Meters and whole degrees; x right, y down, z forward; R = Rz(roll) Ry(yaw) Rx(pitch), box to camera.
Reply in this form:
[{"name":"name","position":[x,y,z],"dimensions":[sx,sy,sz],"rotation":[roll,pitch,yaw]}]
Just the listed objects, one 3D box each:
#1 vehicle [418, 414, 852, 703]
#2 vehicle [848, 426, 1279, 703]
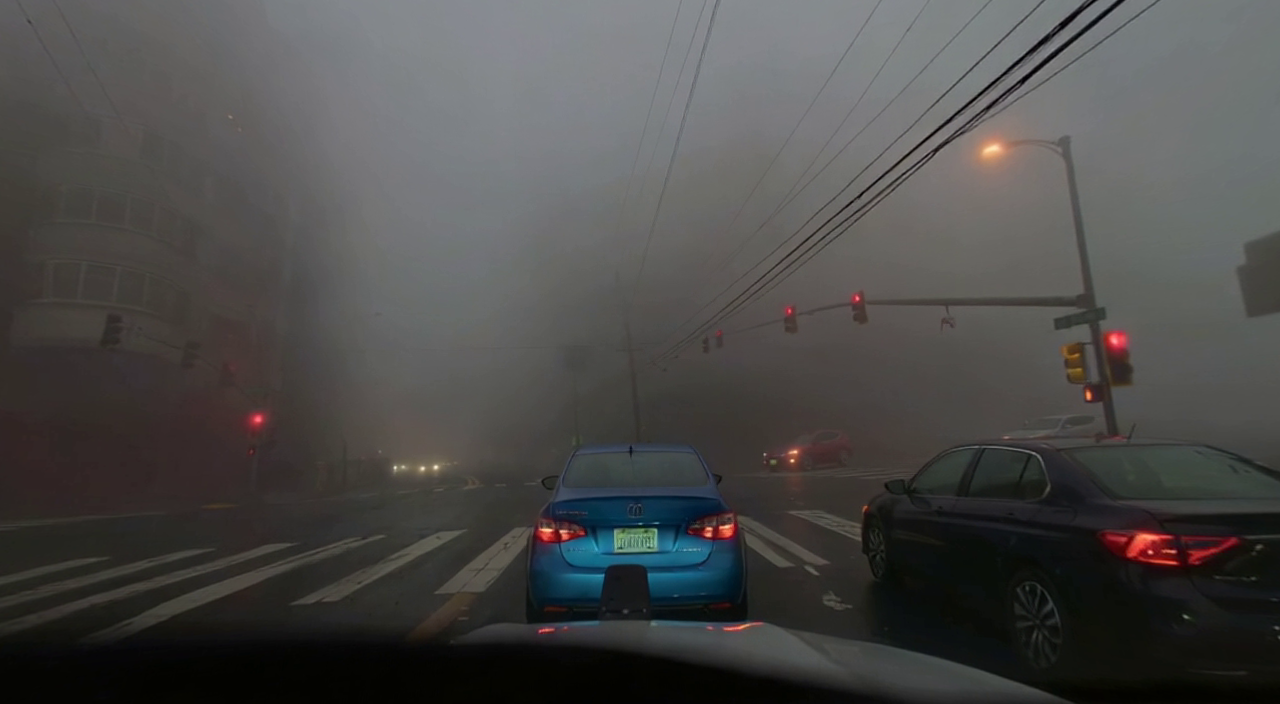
[{"name":"vehicle","position":[-0.059,1.349,5.153],"dimensions":[2.094,1.481,4.078],"rotation":[0,-8,-1]},{"name":"vehicle","position":[3.348,1.376,5.083],"dimensions":[1.860,1.430,4.089],"rotation":[0,-8,-1]}]
